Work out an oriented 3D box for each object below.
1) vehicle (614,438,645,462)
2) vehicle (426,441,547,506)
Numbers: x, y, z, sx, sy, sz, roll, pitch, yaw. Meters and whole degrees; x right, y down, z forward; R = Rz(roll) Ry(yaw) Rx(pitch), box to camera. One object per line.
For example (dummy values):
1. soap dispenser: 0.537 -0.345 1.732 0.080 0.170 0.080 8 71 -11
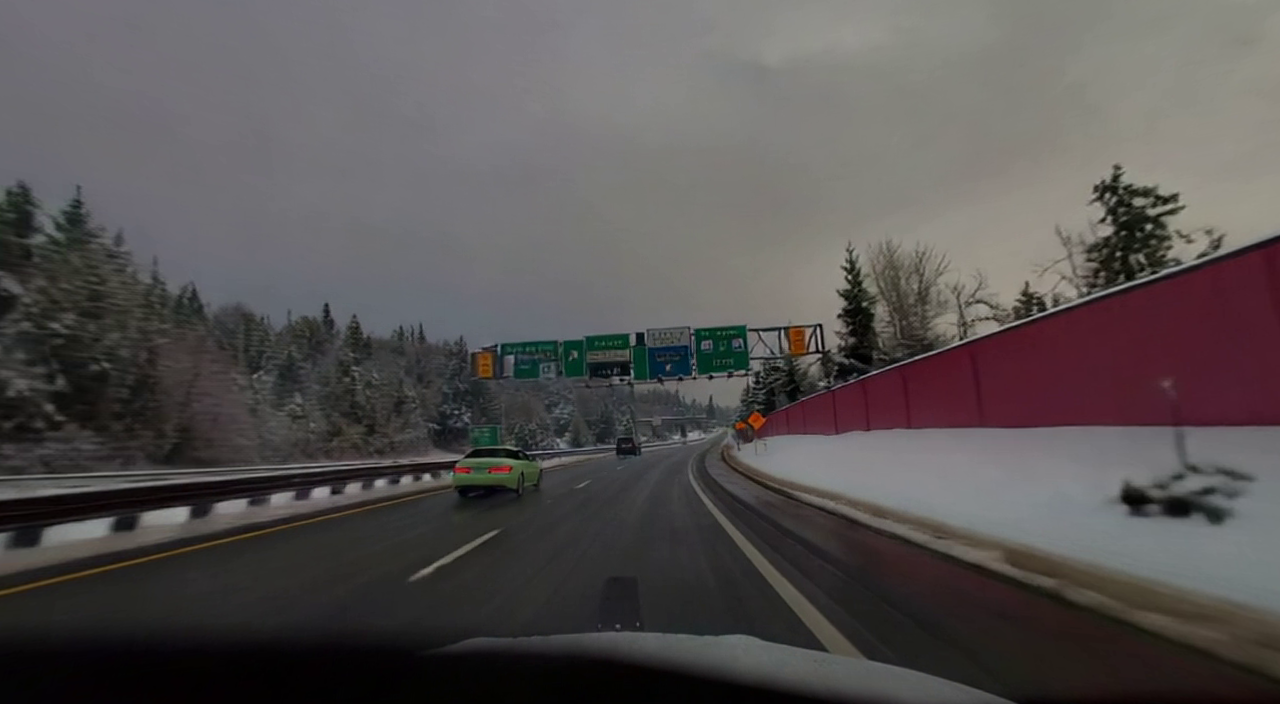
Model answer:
1. vehicle: -0.750 7.384 47.551 1.833 1.697 3.984 -1 -9 7
2. vehicle: -3.654 2.968 15.862 1.746 1.405 4.339 -1 -9 3
